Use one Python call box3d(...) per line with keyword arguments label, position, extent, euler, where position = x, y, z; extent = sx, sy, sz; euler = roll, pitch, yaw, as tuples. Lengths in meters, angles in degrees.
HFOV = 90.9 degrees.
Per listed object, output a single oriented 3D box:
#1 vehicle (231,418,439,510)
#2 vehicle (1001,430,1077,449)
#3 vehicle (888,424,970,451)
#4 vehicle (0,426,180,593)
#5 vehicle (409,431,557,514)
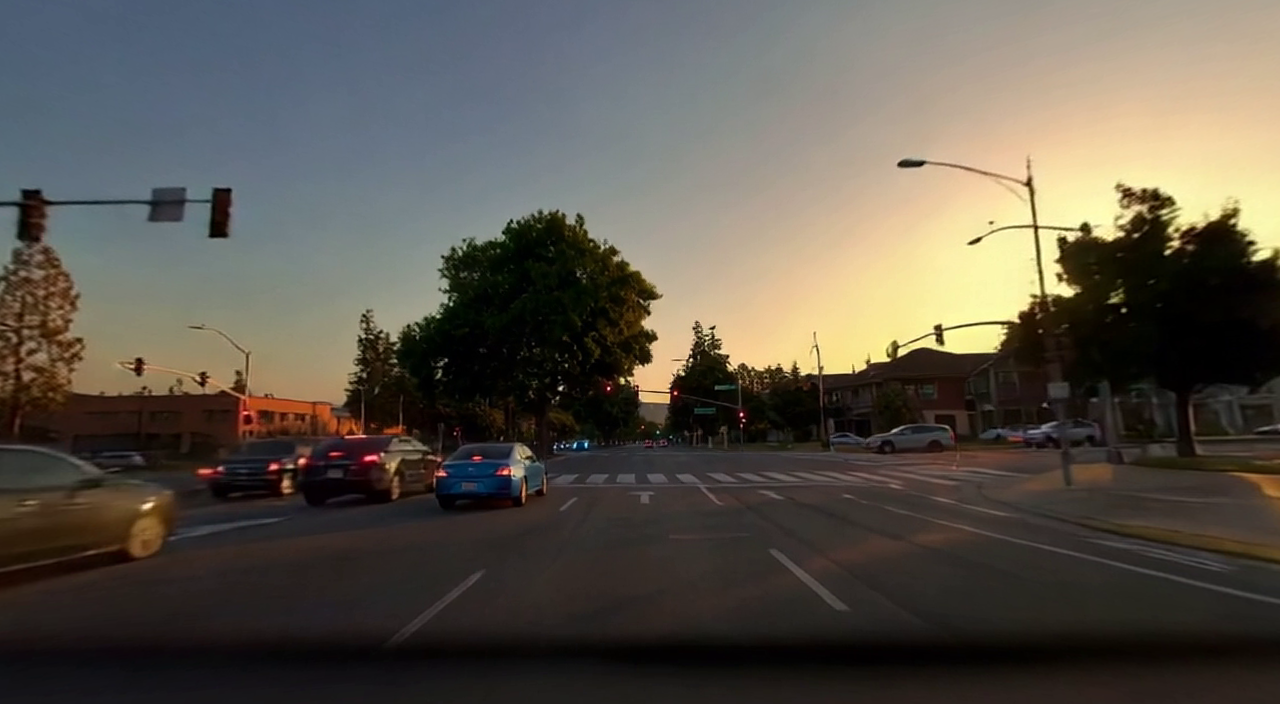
box3d(label="vehicle", position=(-6.702, 2.556, 14.788), extent=(2.099, 1.713, 5.402), euler=(1, -9, 1))
box3d(label="vehicle", position=(30.639, 6.730, 48.407), extent=(4.627, 1.359, 1.834), euler=(0, -9, -3))
box3d(label="vehicle", position=(20.559, 6.106, 44.940), extent=(4.707, 1.817, 2.198), euler=(0, -10, -3))
box3d(label="vehicle", position=(-6.847, 1.388, 5.430), extent=(2.133, 1.485, 4.681), euler=(0, -9, 1))
box3d(label="vehicle", position=(-3.122, 2.505, 13.577), extent=(1.924, 1.480, 4.421), euler=(0, -9, 2))
